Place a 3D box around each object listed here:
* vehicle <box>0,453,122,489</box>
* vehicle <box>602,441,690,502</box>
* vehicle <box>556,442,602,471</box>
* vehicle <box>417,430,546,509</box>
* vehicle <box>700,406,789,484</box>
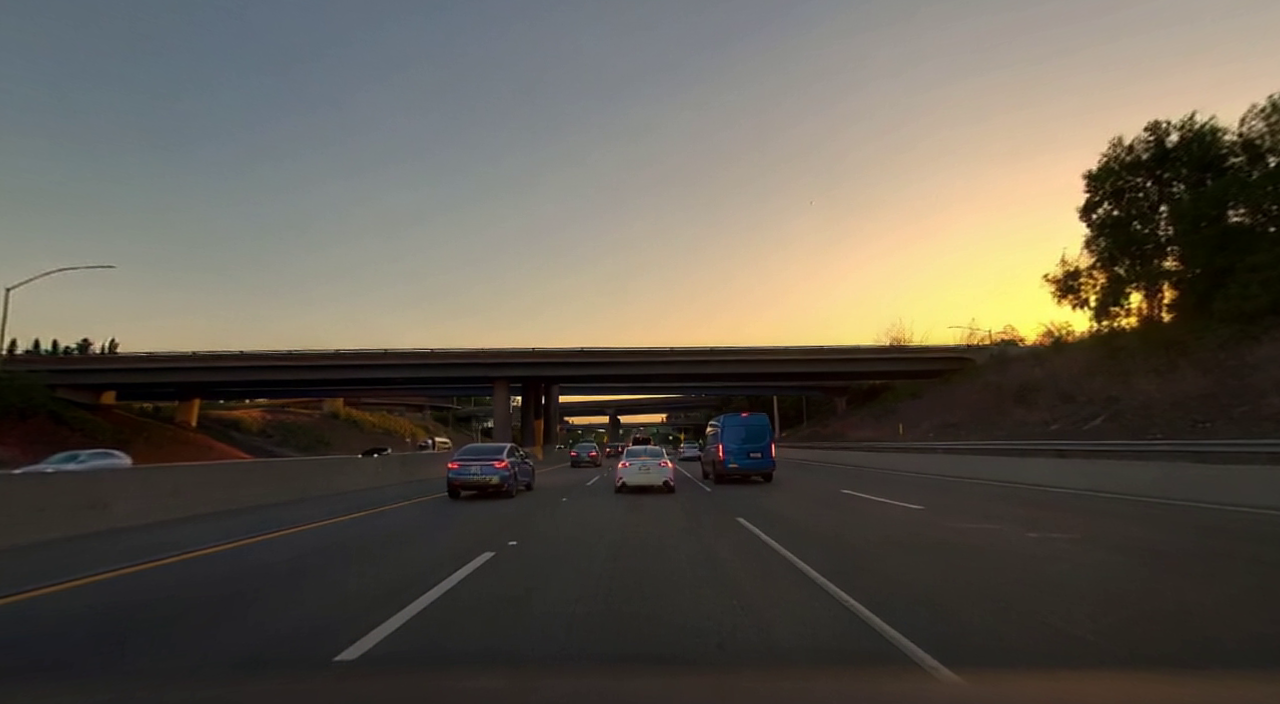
[{"bbox_3d":[-26.674,5.425,28.997,1.874,1.448,4.436,0,-8,1],"label":"vehicle"},{"bbox_3d":[0.129,3.250,17.585,2.174,1.467,4.005,0,-8,-1],"label":"vehicle"},{"bbox_3d":[-3.684,6.383,38.918,2.258,1.655,4.397,0,-8,1],"label":"vehicle"},{"bbox_3d":[-3.814,2.906,16.052,2.078,1.706,4.298,0,-8,1],"label":"vehicle"},{"bbox_3d":[4.005,3.780,25.696,2.436,2.745,6.607,0,-8,-1],"label":"vehicle"}]
